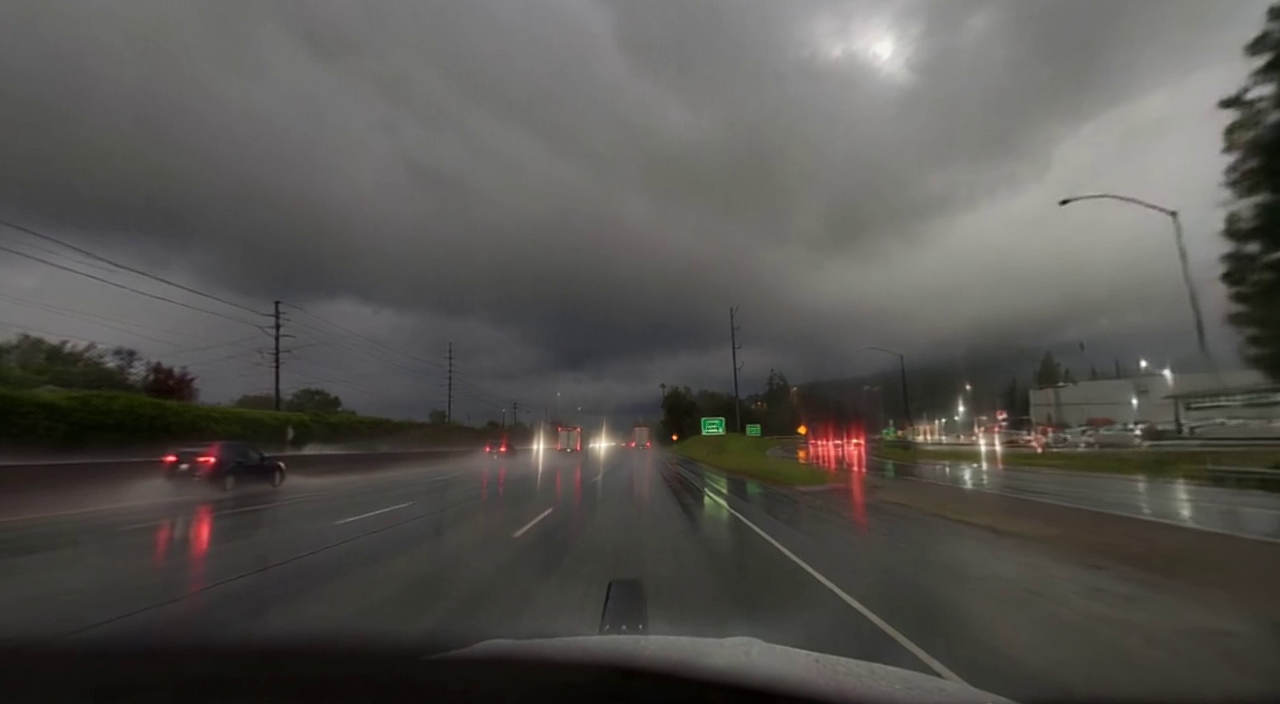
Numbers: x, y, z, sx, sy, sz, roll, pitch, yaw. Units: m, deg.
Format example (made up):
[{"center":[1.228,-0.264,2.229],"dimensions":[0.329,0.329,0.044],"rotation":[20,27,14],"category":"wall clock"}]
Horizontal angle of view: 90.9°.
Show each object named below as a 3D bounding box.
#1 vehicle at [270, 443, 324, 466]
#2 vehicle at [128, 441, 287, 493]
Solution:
[{"center":[-22.758,6.792,41.969],"dimensions":[1.566,1.433,3.548],"rotation":[-2,-9,1],"category":"vehicle"},{"center":[-13.778,3.650,20.487],"dimensions":[1.988,1.477,4.442],"rotation":[0,-8,0],"category":"vehicle"}]
